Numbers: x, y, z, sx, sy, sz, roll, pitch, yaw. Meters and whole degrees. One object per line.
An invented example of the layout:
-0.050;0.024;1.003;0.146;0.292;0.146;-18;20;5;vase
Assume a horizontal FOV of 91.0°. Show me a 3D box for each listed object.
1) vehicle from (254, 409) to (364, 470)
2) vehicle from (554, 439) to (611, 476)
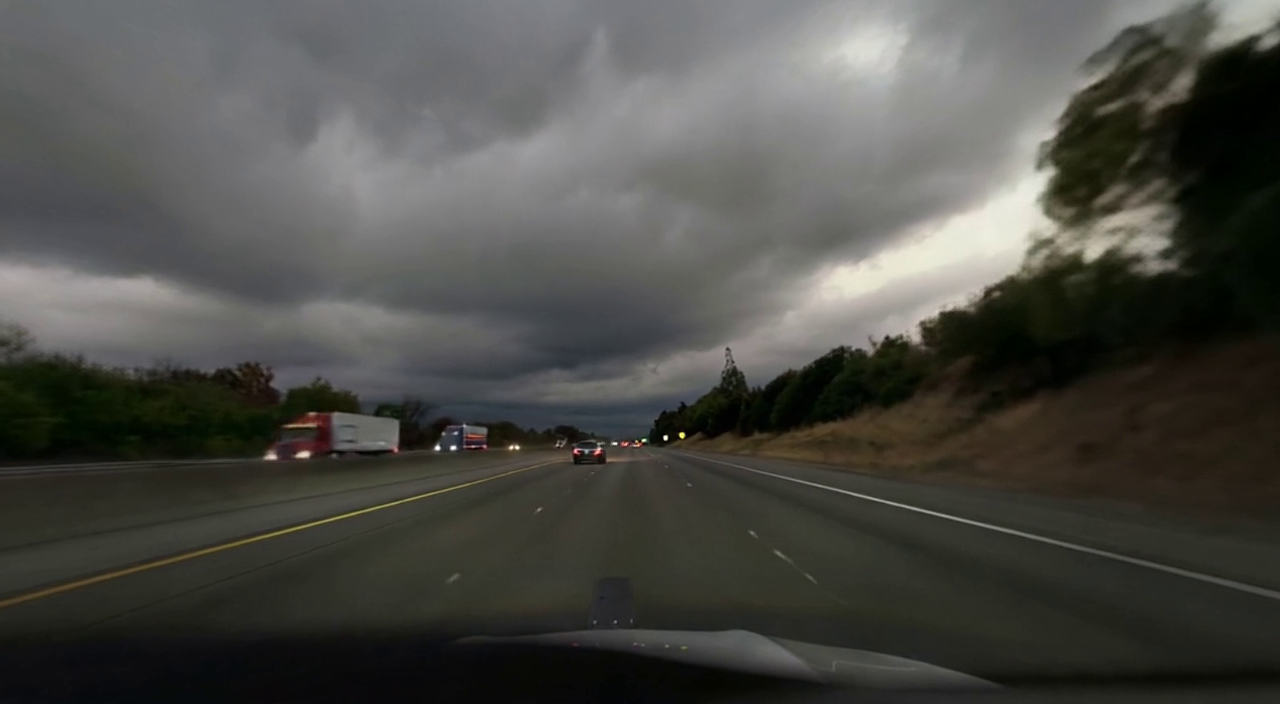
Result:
-24.634;6.658;47.735;2.970;4.086;9.830;0;-8;0;vehicle
-2.534;4.798;28.984;2.158;1.562;4.373;0;-8;1;vehicle
